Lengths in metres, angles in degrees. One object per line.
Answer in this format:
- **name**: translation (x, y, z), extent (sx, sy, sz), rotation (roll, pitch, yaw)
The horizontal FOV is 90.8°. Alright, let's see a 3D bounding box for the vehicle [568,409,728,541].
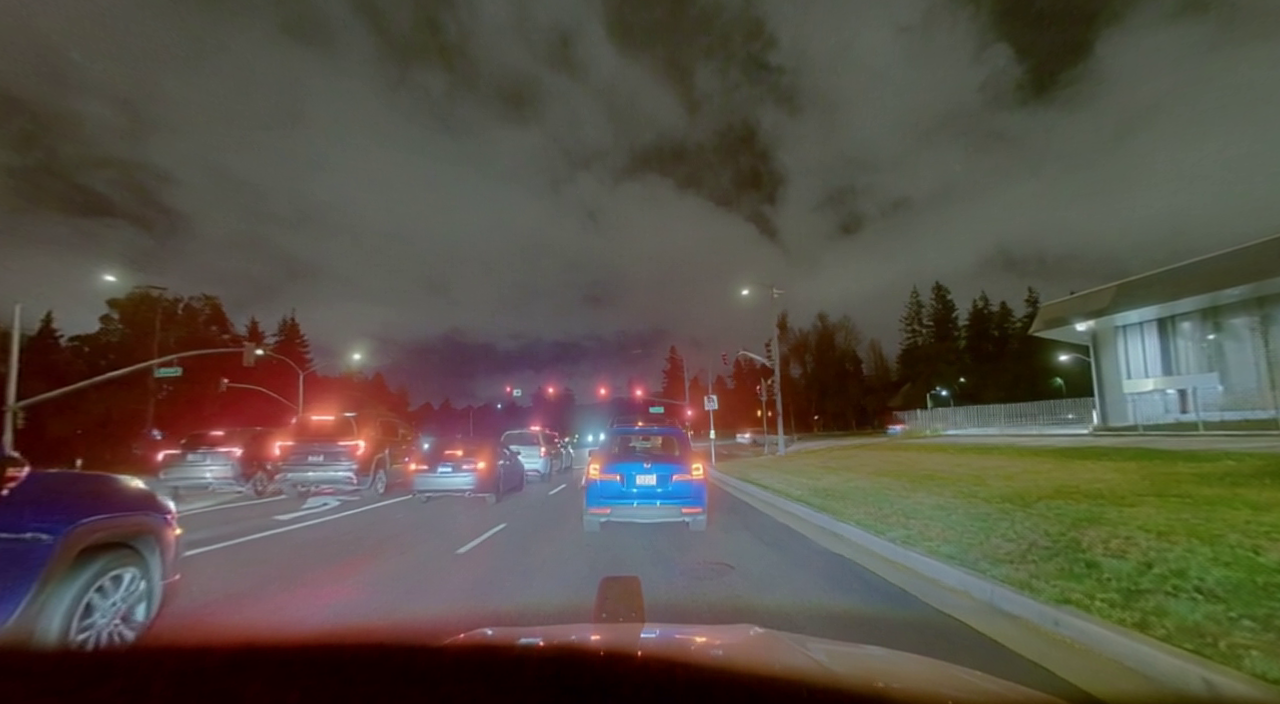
- **vehicle**: translation (0.090, 1.913, 10.377), extent (2.055, 1.681, 4.270), rotation (0, -9, 0)

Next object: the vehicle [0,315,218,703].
- **vehicle**: translation (-4.067, 0.645, 1.917), extent (2.088, 1.947, 5.119), rotation (0, -9, -1)

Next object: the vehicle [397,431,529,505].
- **vehicle**: translation (-4.052, 2.726, 15.244), extent (1.942, 1.523, 4.212), rotation (0, -9, 0)

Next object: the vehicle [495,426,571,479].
- **vehicle**: translation (-3.918, 3.784, 23.989), extent (2.043, 1.813, 4.549), rotation (0, -9, 0)

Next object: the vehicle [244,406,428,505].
- **vehicle**: translation (-7.400, 2.602, 16.187), extent (2.195, 2.093, 5.185), rotation (0, -9, -1)

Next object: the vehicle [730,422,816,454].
- **vehicle**: translation (8.536, 5.593, 40.846), extent (5.152, 2.001, 2.060), rotation (-1, -9, 4)
